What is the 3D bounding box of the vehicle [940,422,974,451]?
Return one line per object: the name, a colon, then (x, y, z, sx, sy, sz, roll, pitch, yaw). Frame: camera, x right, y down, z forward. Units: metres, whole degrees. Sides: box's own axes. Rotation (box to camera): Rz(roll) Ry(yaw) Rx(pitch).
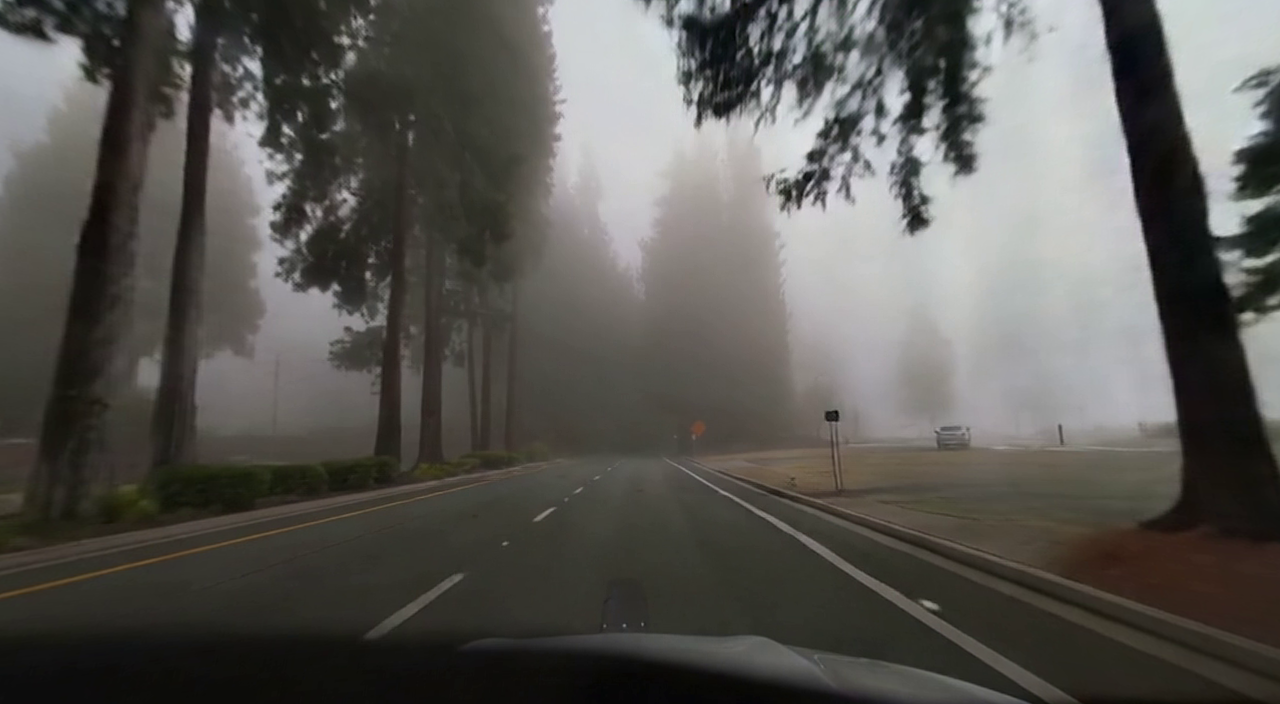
vehicle: (21.778, 5.862, 43.426, 1.889, 1.853, 4.207, -4, -9, 25)
